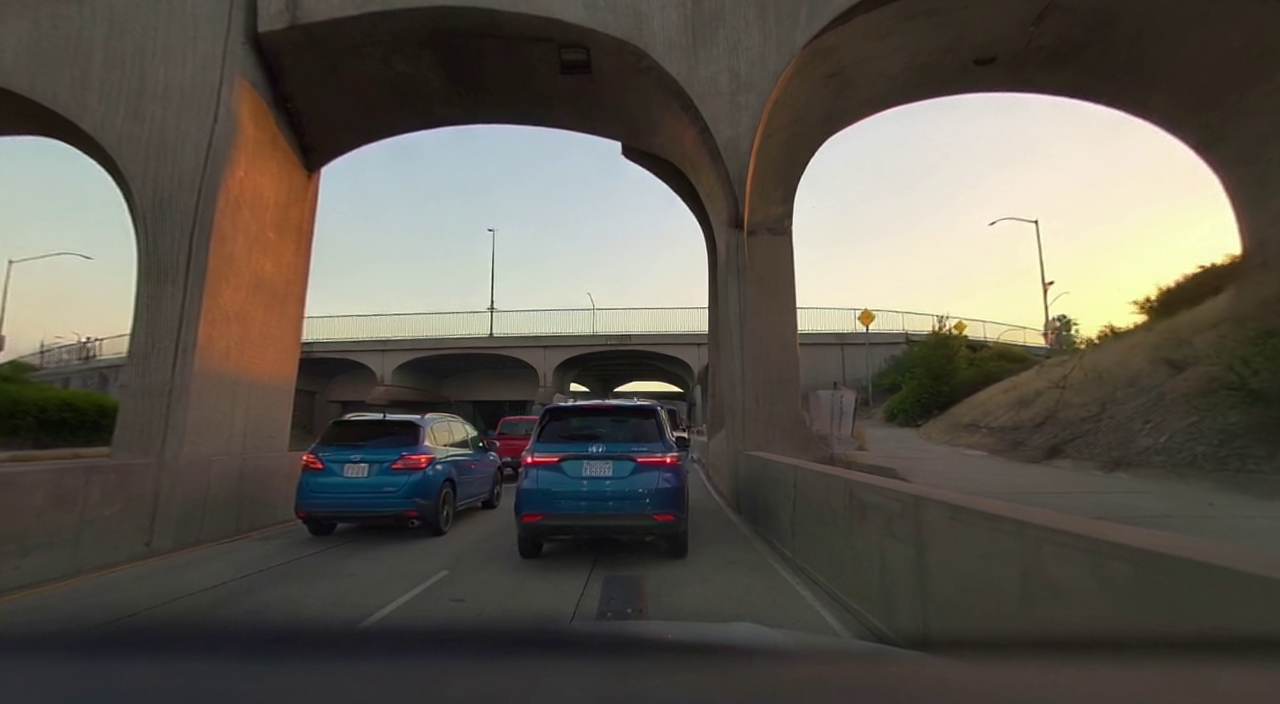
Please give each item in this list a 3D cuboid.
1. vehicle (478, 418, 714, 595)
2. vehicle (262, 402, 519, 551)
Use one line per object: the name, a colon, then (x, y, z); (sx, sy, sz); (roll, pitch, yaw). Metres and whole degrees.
vehicle: (-0.274, 1.621, 7.487); (2.020, 1.478, 4.092); (-1, -8, 3)
vehicle: (-3.437, 1.827, 9.890); (2.017, 1.761, 4.572); (0, -8, 2)
